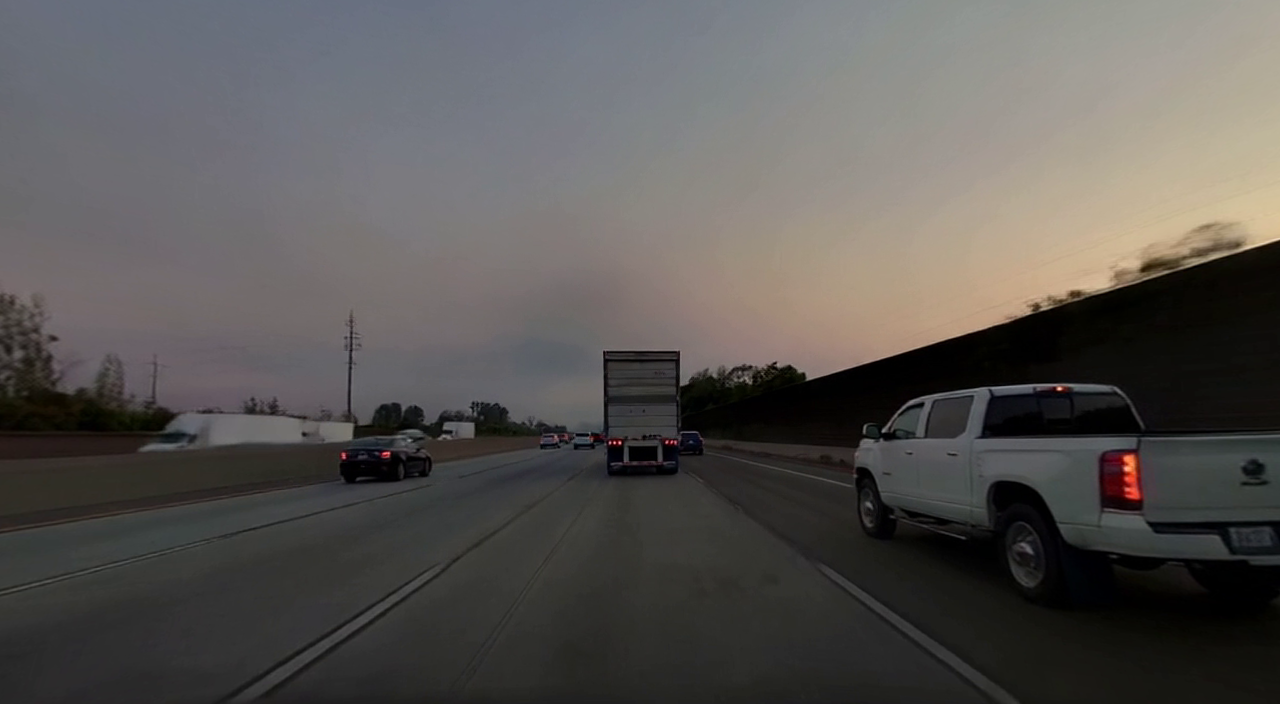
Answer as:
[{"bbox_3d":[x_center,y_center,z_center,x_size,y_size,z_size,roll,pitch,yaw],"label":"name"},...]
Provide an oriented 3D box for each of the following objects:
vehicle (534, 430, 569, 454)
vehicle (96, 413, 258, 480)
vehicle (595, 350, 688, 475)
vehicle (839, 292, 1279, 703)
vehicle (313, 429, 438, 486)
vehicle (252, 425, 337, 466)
[{"bbox_3d":[-6.424,6.560,46.062,2.134,1.650,4.133,0,-8,-3],"label":"vehicle"},{"bbox_3d":[-19.511,4.011,27.033,2.310,2.527,6.025,0,-8,0],"label":"vehicle"},{"bbox_3d":[-0.244,2.584,25.043,2.904,3.915,10.473,0,-8,-3],"label":"vehicle"},{"bbox_3d":[3.532,0.980,5.057,2.118,1.832,4.901,0,-8,-2],"label":"vehicle"},{"bbox_3d":[-7.782,3.114,18.960,2.059,1.500,4.001,0,-8,-1],"label":"vehicle"},{"bbox_3d":[-24.174,6.561,44.328,2.395,2.623,6.450,0,-8,-1],"label":"vehicle"}]
